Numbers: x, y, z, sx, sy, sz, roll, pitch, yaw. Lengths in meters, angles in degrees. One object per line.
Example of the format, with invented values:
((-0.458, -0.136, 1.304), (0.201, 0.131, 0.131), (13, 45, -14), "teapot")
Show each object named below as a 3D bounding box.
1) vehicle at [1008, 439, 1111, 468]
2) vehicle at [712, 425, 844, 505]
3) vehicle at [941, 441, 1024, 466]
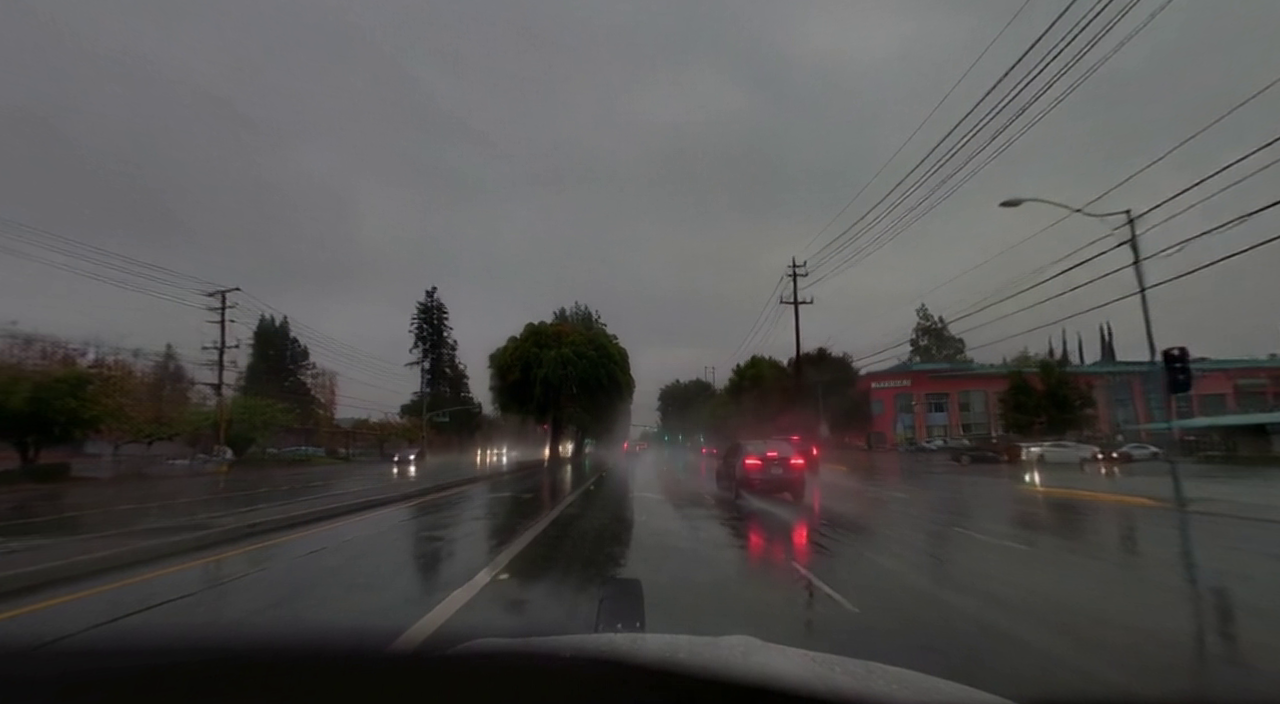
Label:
((24.641, 5.982, 37.217), (4.599, 1.647, 1.924), (0, -9, 1), "vehicle")
((3.209, 2.738, 15.684), (2.128, 1.699, 4.222), (0, -9, -3), "vehicle")
((24.852, 7.375, 46.011), (4.798, 1.699, 2.039), (0, -9, 1), "vehicle")
